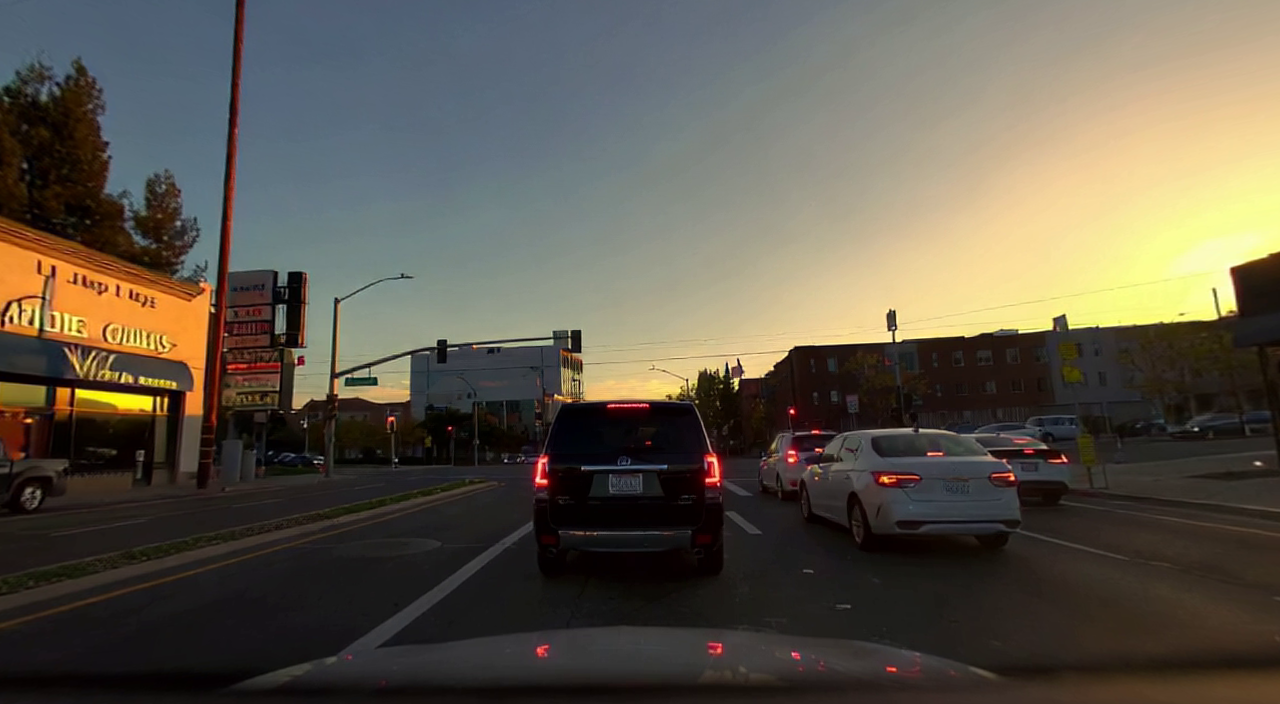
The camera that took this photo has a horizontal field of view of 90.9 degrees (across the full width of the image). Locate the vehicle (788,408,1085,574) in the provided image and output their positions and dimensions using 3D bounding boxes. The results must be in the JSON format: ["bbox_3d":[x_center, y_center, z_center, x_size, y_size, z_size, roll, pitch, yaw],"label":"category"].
[{"bbox_3d":[3.608,1.764,8.801,2.036,1.719,4.318,0,-8,0],"label":"vehicle"}]

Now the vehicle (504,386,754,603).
[{"bbox_3d":[-0.011,1.542,7.681,2.154,1.861,4.280,0,-8,3],"label":"vehicle"}]

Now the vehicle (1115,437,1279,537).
[{"bbox_3d":[10.383,2.131,10.248,1.815,1.468,4.534,0,-8,1],"label":"vehicle"}]

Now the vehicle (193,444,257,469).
[{"bbox_3d":[-27.460,6.874,41.850,1.693,1.563,3.716,0,-8,0],"label":"vehicle"}]
